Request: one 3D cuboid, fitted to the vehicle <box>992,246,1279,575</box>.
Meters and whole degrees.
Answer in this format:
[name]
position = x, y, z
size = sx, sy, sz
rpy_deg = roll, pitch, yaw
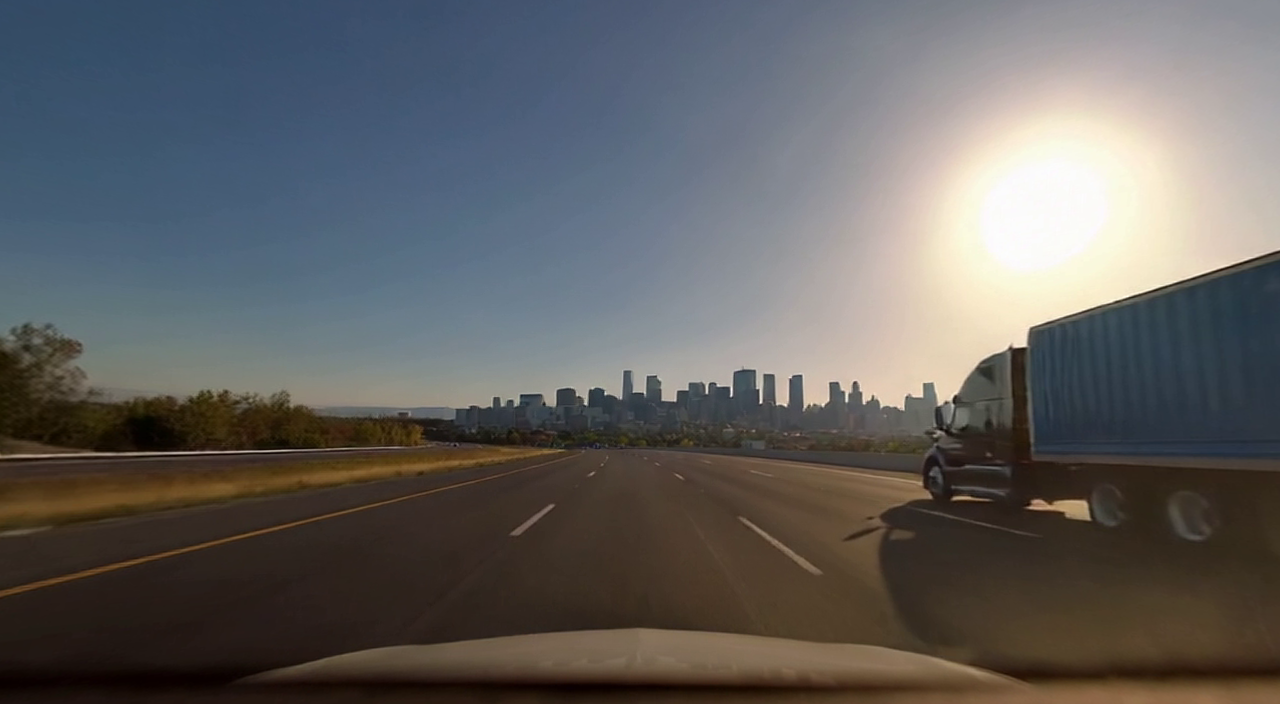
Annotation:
[vehicle]
position = 7.225, 0.668, 6.745
size = 2.627, 3.011, 7.287
rpy_deg = 0, -8, 0
